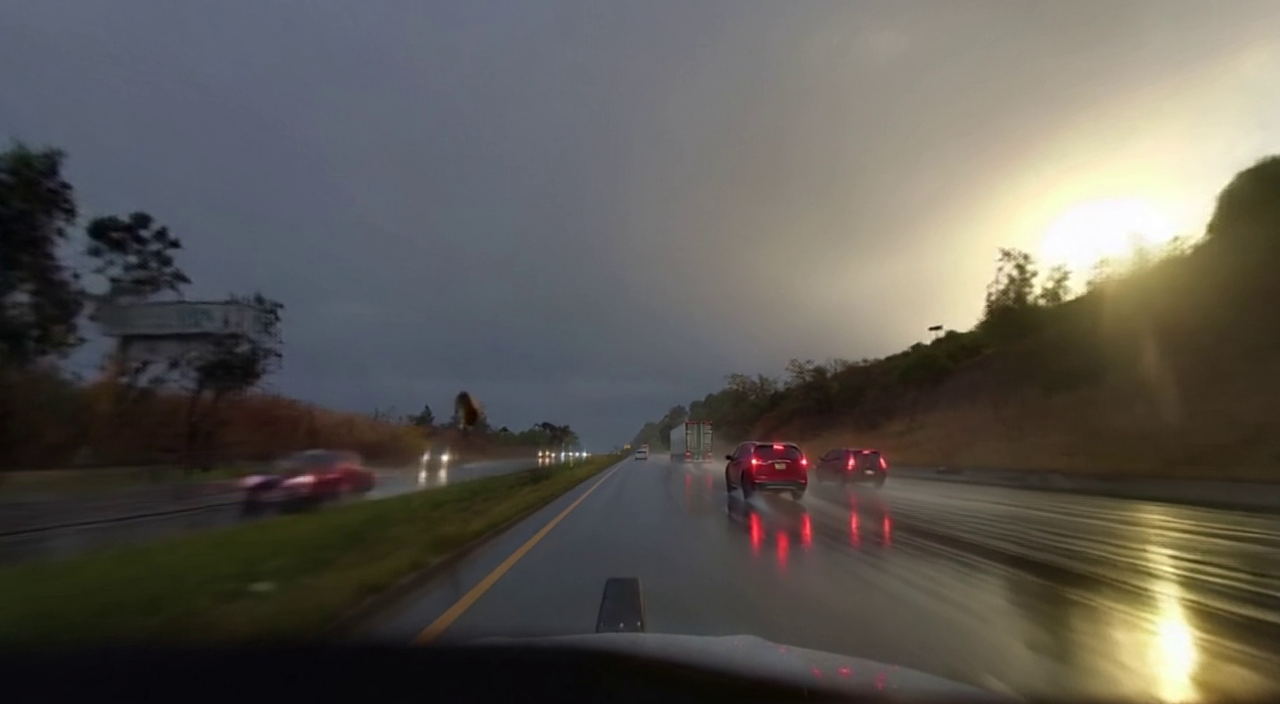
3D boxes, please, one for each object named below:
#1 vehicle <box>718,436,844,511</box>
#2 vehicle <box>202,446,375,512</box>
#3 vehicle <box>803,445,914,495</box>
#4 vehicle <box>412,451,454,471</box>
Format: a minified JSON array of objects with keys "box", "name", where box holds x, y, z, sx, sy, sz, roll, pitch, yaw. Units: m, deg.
[{"box":[3.452,3.090,16.481,2.130,1.658,4.537,0,-9,-2],"name":"vehicle"},{"box":[-8.917,3.228,16.588,1.930,1.468,4.495,0,-9,0],"name":"vehicle"},{"box":[7.162,3.907,21.283,2.024,1.471,4.618,0,-9,-1],"name":"vehicle"},{"box":[-15.594,8.217,47.721,1.856,1.488,4.033,0,-9,-1],"name":"vehicle"}]
